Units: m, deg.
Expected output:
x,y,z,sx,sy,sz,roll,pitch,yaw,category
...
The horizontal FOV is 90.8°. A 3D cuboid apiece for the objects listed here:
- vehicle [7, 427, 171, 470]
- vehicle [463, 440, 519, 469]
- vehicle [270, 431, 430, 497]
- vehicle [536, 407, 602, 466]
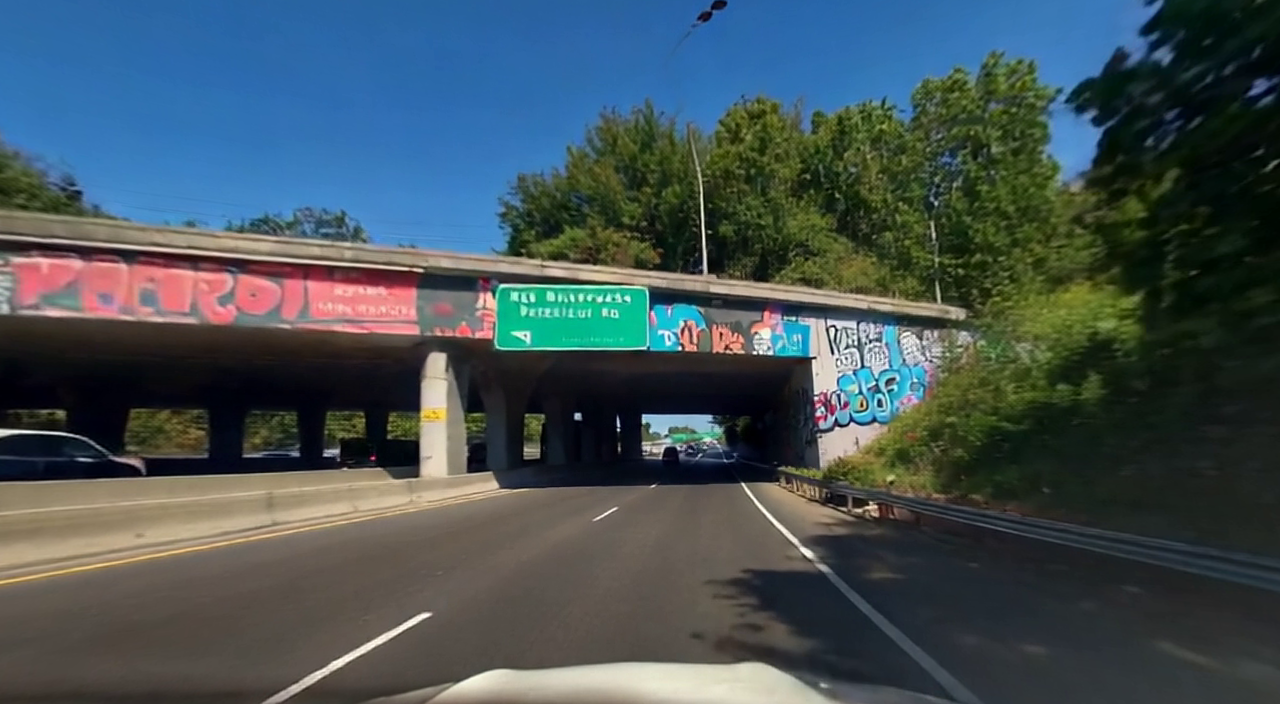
x,y,z,sx,sy,sz,roll,pitch,yaw,category
-20.404,3.621,23.694,1.833,1.452,4.450,-1,-9,7,vehicle
-9.497,6.548,40.598,1.962,1.731,4.523,-1,-8,7,vehicle
-8.012,3.124,18.033,1.979,1.600,4.516,-1,-8,7,vehicle
-5.088,6.389,47.425,2.942,3.975,9.515,-1,-8,6,vehicle
